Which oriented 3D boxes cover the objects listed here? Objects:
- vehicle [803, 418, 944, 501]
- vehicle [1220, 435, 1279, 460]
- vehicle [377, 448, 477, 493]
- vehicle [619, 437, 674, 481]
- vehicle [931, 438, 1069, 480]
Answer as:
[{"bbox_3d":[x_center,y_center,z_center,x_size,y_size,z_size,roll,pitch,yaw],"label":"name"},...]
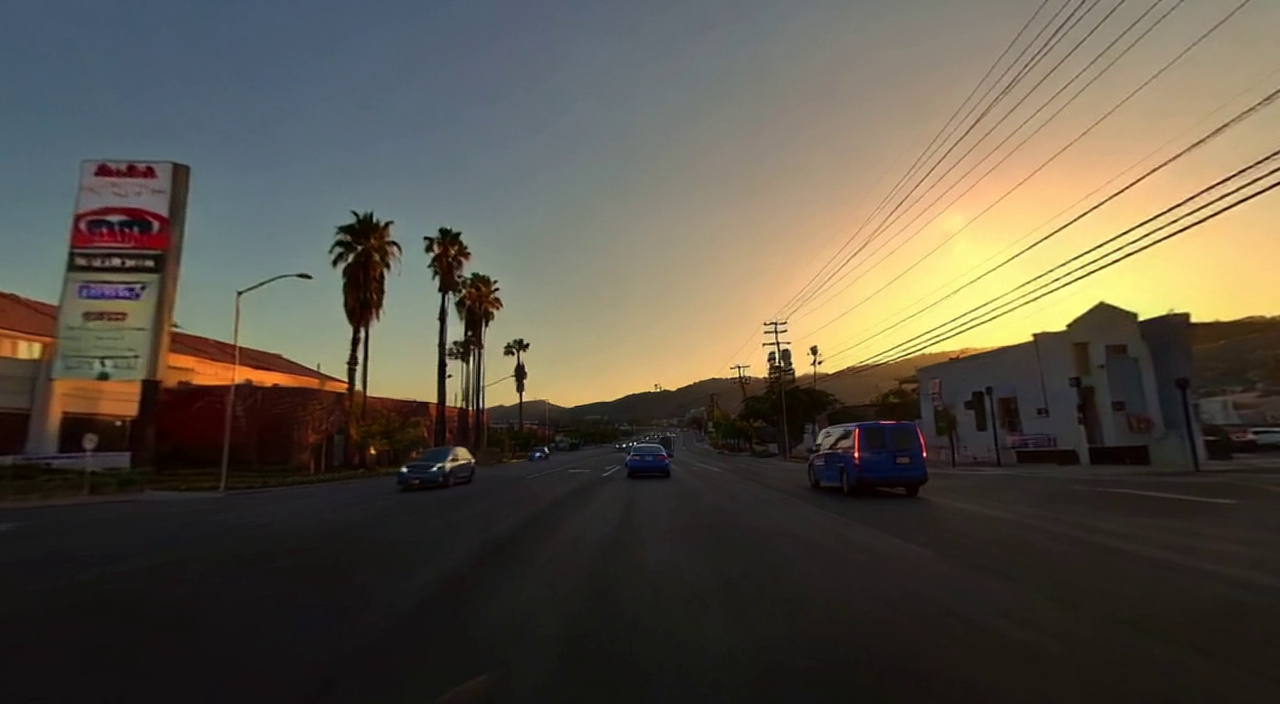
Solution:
[{"bbox_3d":[6.084,2.866,17.097,2.107,1.928,4.471,0,-9,0],"label":"vehicle"},{"bbox_3d":[41.325,6.332,41.764,1.779,1.515,4.189,-4,-9,3],"label":"vehicle"},{"bbox_3d":[-7.923,4.429,23.974,2.004,1.535,4.853,0,-9,1],"label":"vehicle"},{"bbox_3d":[0.244,4.486,26.608,2.138,1.672,4.168,0,-9,0],"label":"vehicle"},{"bbox_3d":[13.989,4.205,24.807,4.400,1.507,2.009,-4,-10,23],"label":"vehicle"}]
